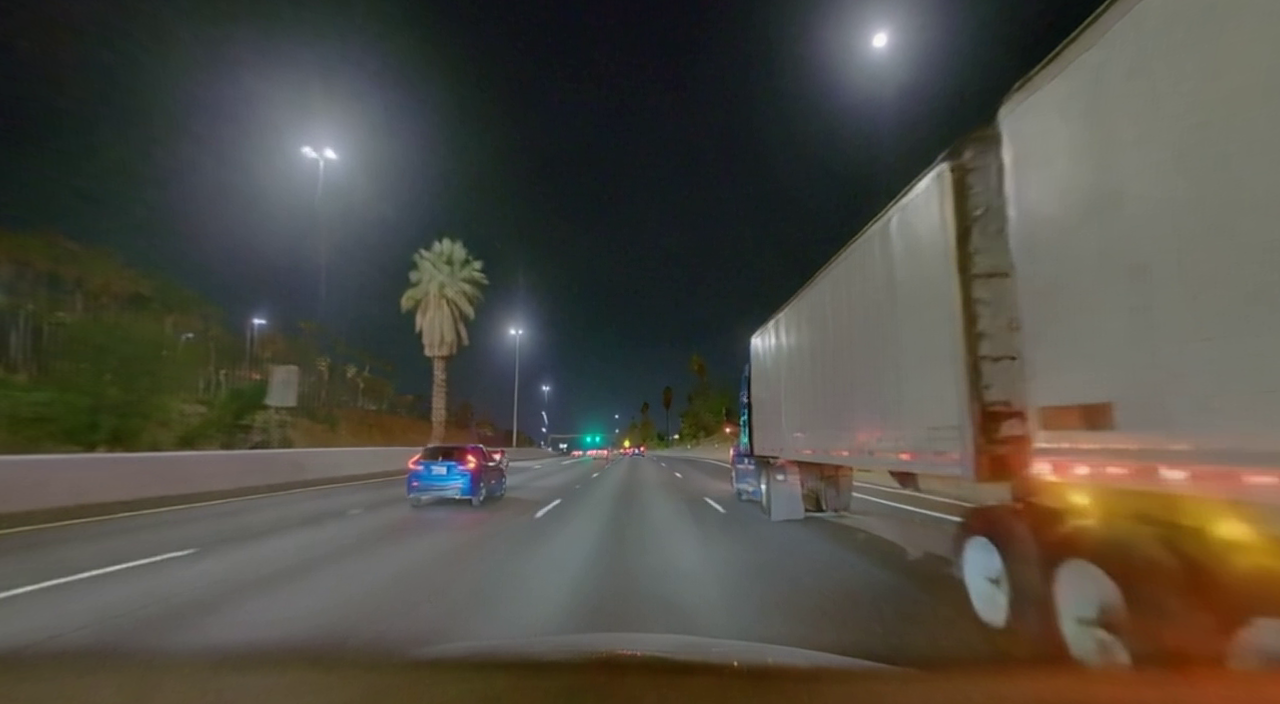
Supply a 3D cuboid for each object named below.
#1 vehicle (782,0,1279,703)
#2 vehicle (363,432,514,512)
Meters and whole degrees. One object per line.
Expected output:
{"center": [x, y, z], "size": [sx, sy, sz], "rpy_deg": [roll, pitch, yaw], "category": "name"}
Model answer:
{"center": [3.531, 0.437, 5.497], "size": [3.073, 3.886, 5.856], "rpy_deg": [0, -8, -1], "category": "vehicle"}
{"center": [-4.371, 2.661, 14.444], "size": [2.120, 1.537, 4.139], "rpy_deg": [0, -8, -1], "category": "vehicle"}
